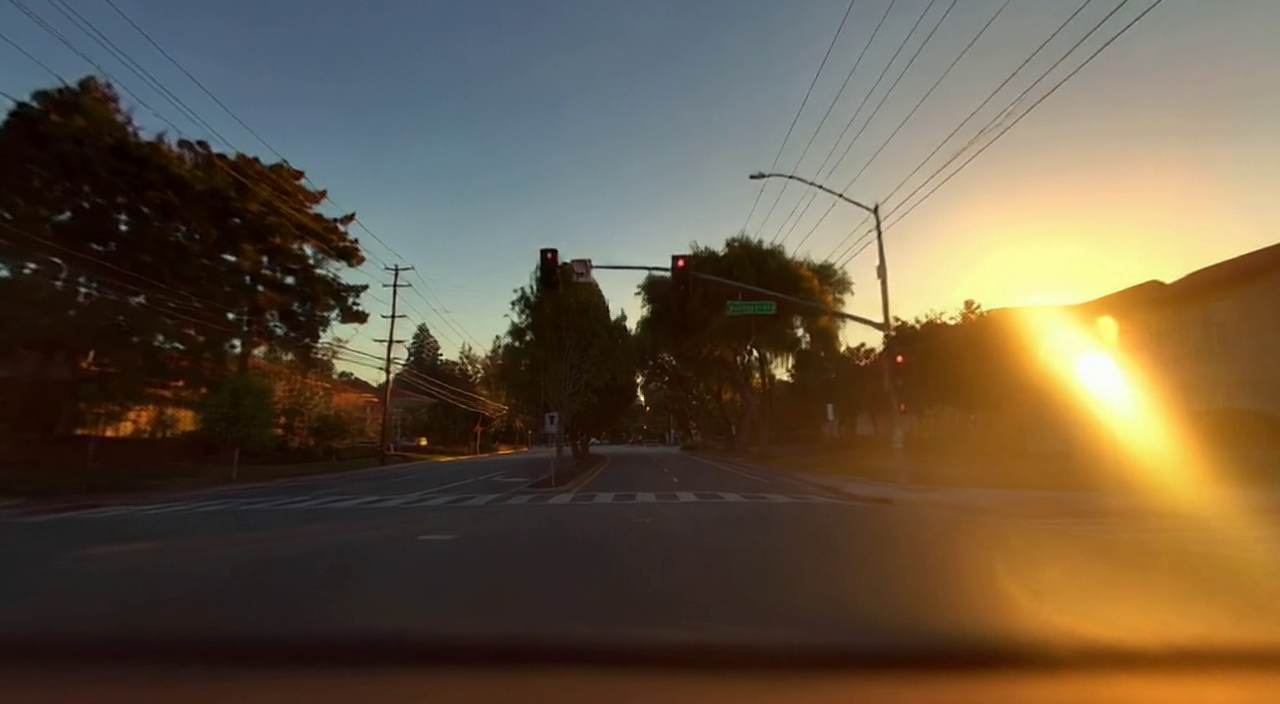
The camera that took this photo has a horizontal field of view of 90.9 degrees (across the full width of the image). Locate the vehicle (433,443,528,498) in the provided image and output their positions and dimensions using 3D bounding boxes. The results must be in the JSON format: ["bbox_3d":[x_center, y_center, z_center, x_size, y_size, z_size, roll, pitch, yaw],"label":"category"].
[{"bbox_3d":[-5.155,3.865,21.225,1.948,1.471,5.408,2,-7,-2],"label":"vehicle"}]
